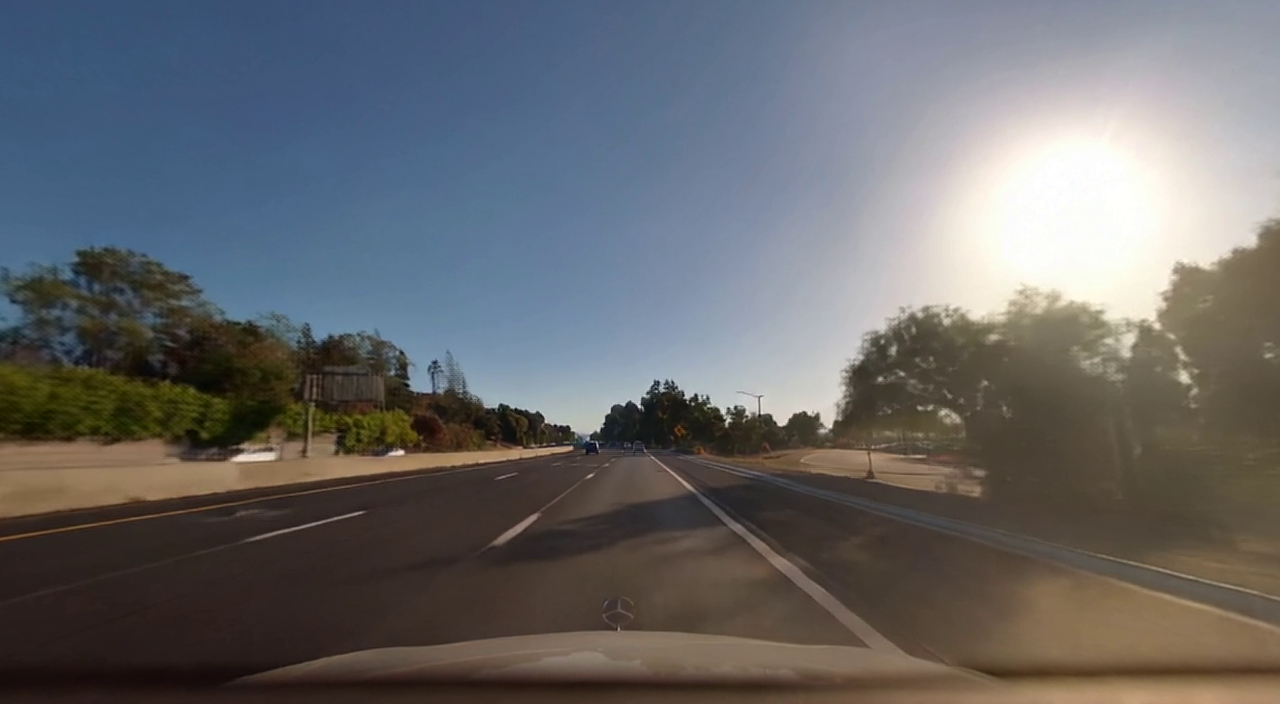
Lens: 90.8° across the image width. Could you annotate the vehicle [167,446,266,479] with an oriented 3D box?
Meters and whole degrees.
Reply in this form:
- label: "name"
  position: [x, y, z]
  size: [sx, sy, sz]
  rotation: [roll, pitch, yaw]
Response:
- label: "vehicle"
  position: [-21.183, 5.509, 31.845]
  size: [1.887, 1.551, 4.445]
  rotation: [0, -8, 0]
